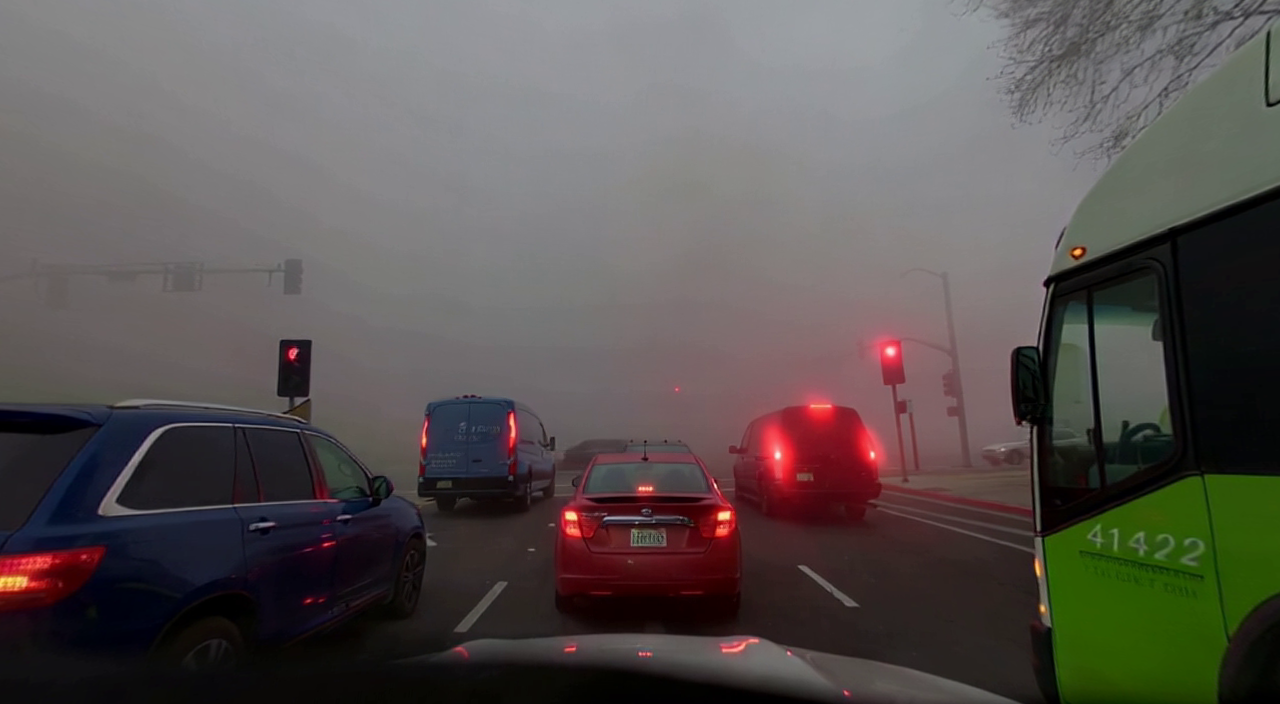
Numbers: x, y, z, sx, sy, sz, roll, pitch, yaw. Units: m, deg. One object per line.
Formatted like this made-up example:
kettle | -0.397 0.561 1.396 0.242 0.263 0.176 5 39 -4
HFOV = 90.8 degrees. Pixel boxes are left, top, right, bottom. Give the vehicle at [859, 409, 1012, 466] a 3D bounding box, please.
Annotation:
vehicle | 17.581 5.133 37.920 7.839 3.213 2.628 0 -9 -3

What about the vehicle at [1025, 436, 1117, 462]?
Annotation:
vehicle | 25.860 5.825 37.986 4.229 1.489 1.794 0 -8 -1

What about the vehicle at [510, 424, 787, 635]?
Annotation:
vehicle | 0.057 1.546 6.405 1.976 1.485 3.624 0 -8 0

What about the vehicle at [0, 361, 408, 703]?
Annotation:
vehicle | -3.415 1.175 4.621 1.921 1.701 3.989 0 -8 0

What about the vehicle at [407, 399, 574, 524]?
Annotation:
vehicle | -2.942 2.348 13.951 2.335 2.221 5.165 0 -8 1

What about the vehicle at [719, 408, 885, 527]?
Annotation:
vehicle | 3.144 2.399 13.672 2.143 2.036 5.367 0 -8 0
